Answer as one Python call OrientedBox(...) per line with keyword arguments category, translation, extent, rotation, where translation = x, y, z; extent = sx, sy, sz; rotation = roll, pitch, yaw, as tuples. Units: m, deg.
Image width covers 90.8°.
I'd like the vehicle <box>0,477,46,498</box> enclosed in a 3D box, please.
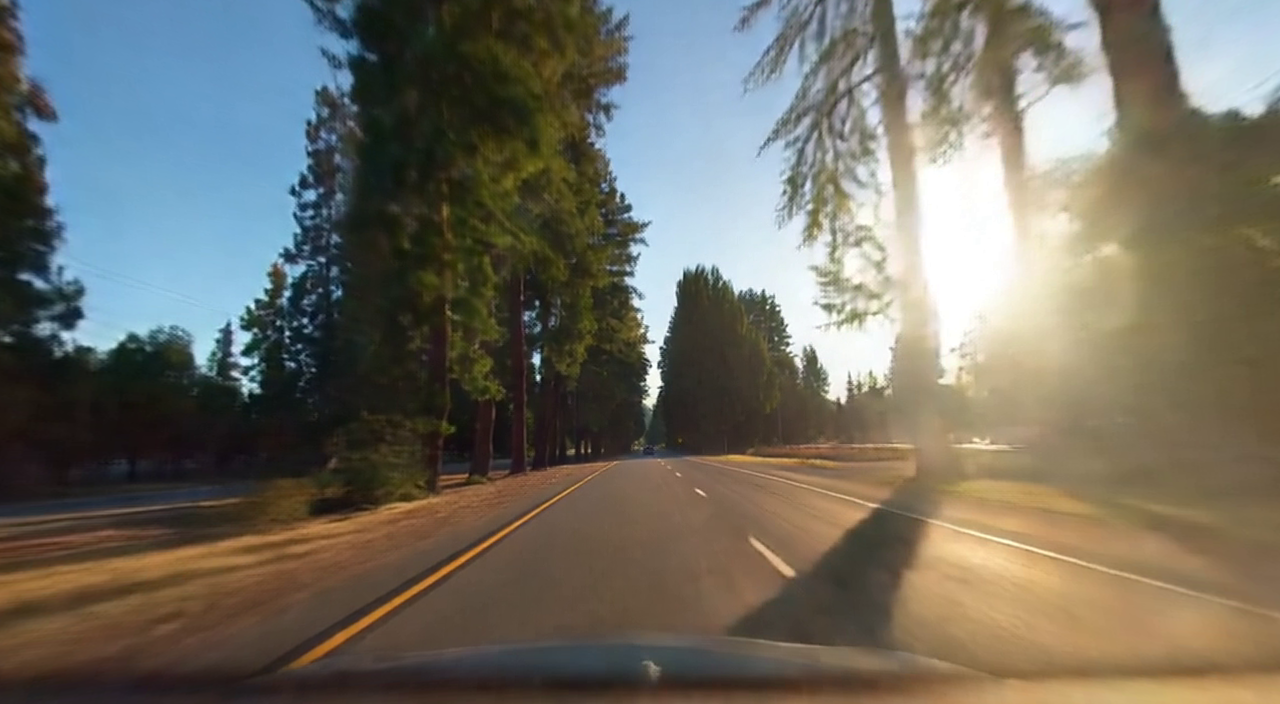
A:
OrientedBox(category="vehicle", translation=(-46.015, 9.878, 46.070), extent=(3.601, 1.431, 1.591), rotation=(1, -8, -5))
